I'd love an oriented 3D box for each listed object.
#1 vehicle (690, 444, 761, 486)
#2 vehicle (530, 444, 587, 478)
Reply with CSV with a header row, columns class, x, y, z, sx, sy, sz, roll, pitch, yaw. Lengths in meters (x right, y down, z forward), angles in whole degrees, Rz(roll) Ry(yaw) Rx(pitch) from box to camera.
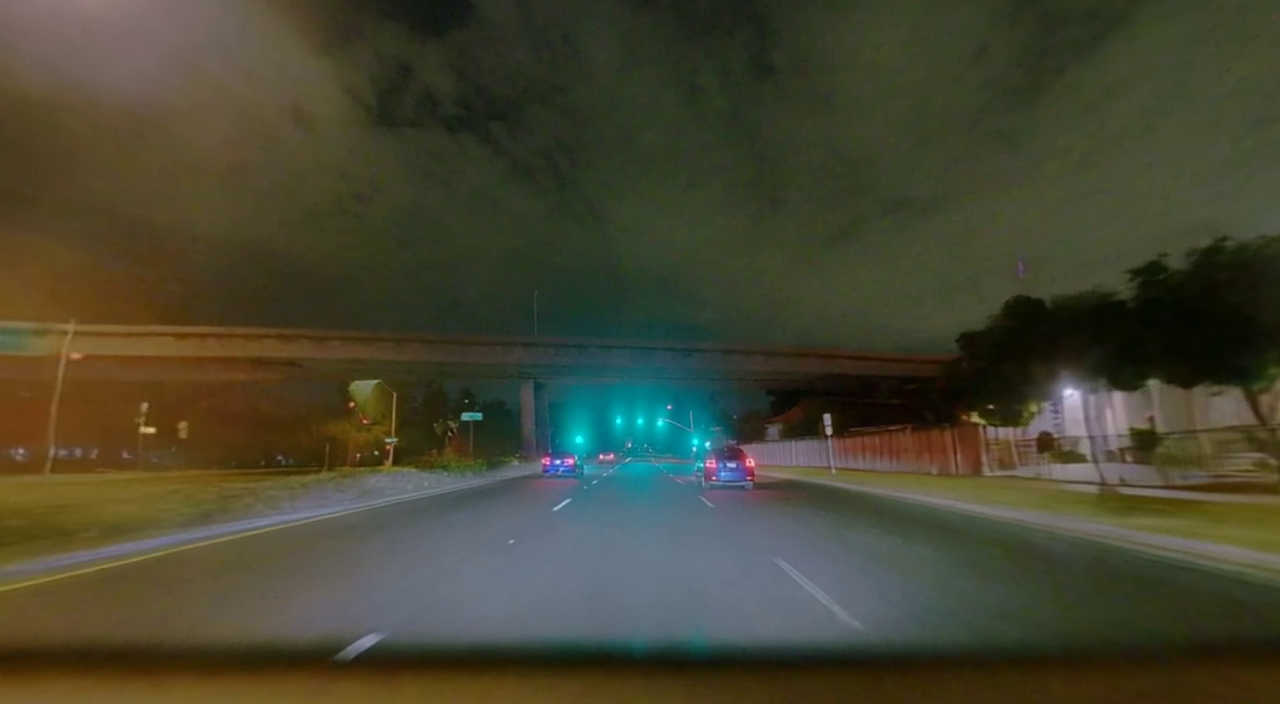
class,x,y,z,sx,sy,sz,roll,pitch,yaw
vehicle,3.196,4.326,24.567,2.068,1.497,4.247,0,-8,-1
vehicle,-3.750,5.110,29.963,2.060,1.484,4.417,0,-8,1
